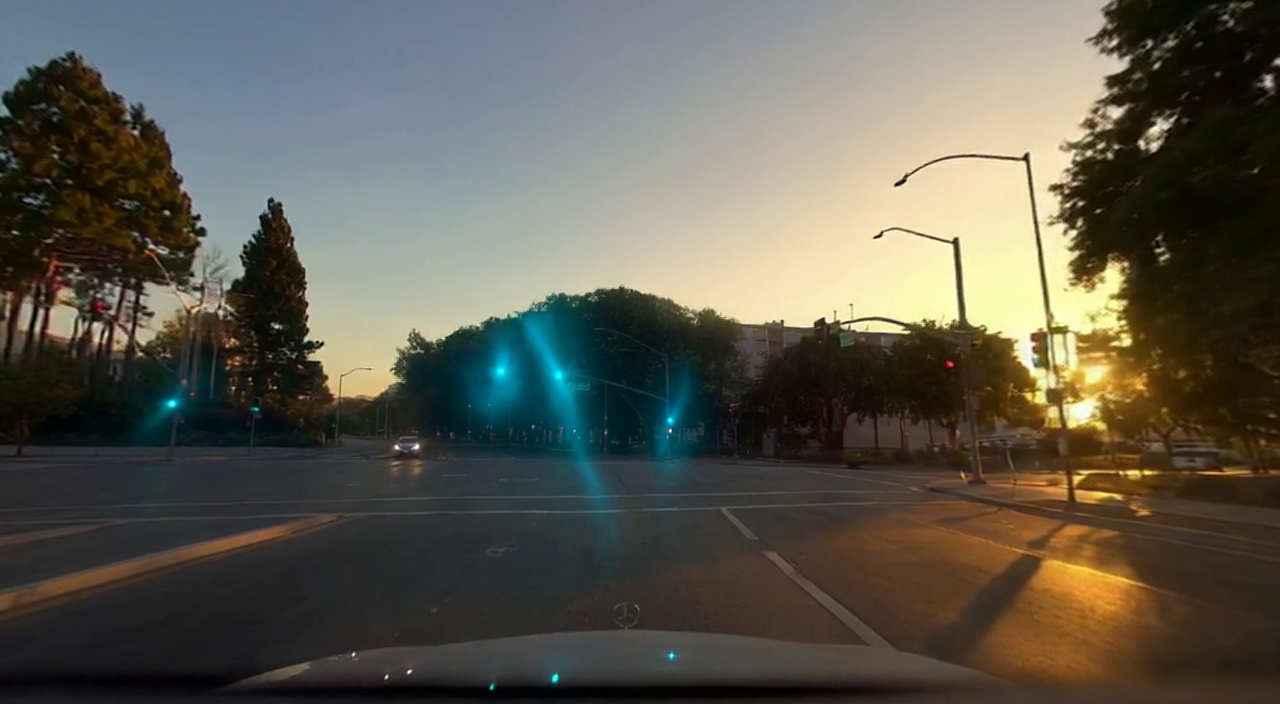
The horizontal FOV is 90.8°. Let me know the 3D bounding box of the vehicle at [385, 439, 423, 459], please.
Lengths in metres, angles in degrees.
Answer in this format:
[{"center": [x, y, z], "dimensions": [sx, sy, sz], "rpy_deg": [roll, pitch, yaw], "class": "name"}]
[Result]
[{"center": [-18.157, 7.492, 48.821], "dimensions": [1.969, 1.464, 4.485], "rpy_deg": [1, -9, -10], "class": "vehicle"}]
